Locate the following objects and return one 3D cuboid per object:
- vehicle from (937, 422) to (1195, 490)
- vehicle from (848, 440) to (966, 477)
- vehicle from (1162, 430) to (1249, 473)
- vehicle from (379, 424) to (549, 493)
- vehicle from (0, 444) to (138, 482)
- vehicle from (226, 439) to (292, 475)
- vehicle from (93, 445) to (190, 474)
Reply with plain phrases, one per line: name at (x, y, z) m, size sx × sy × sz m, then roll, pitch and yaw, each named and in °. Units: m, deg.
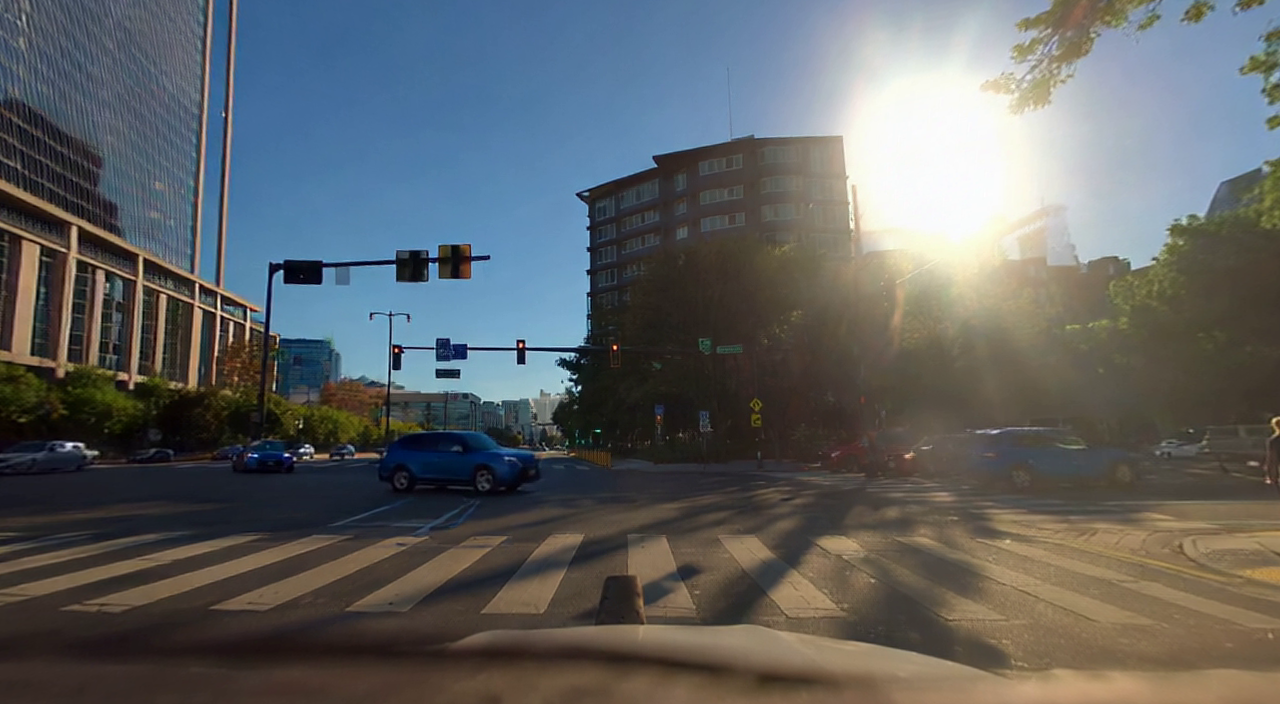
vehicle at (12.325, 3.004, 18.482) m, size 6.196 × 1.777 × 2.457 m, roll 2°, pitch -9°, yaw -11°
vehicle at (11.614, 4.628, 27.578) m, size 4.317 × 1.491 × 1.896 m, roll 1°, pitch -8°, yaw -10°
vehicle at (24.803, 4.362, 27.892) m, size 2.156 × 1.719 × 4.780 m, roll -6°, pitch -10°, yaw 34°
vehicle at (-5.171, 3.096, 18.637) m, size 4.509 × 1.821 × 2.066 m, roll -4°, pitch -9°, yaw 24°
vehicle at (-23.351, 4.531, 26.071) m, size 2.099 × 1.407 × 3.941 m, roll 0°, pitch -8°, yaw -3°
vehicle at (-17.595, 4.836, 29.368) m, size 2.007 × 1.540 × 4.312 m, roll 3°, pitch -9°, yaw -23°
vehicle at (-27.349, 5.859, 34.854) m, size 1.881 × 1.469 × 4.415 m, roll 0°, pitch -8°, yaw -3°
